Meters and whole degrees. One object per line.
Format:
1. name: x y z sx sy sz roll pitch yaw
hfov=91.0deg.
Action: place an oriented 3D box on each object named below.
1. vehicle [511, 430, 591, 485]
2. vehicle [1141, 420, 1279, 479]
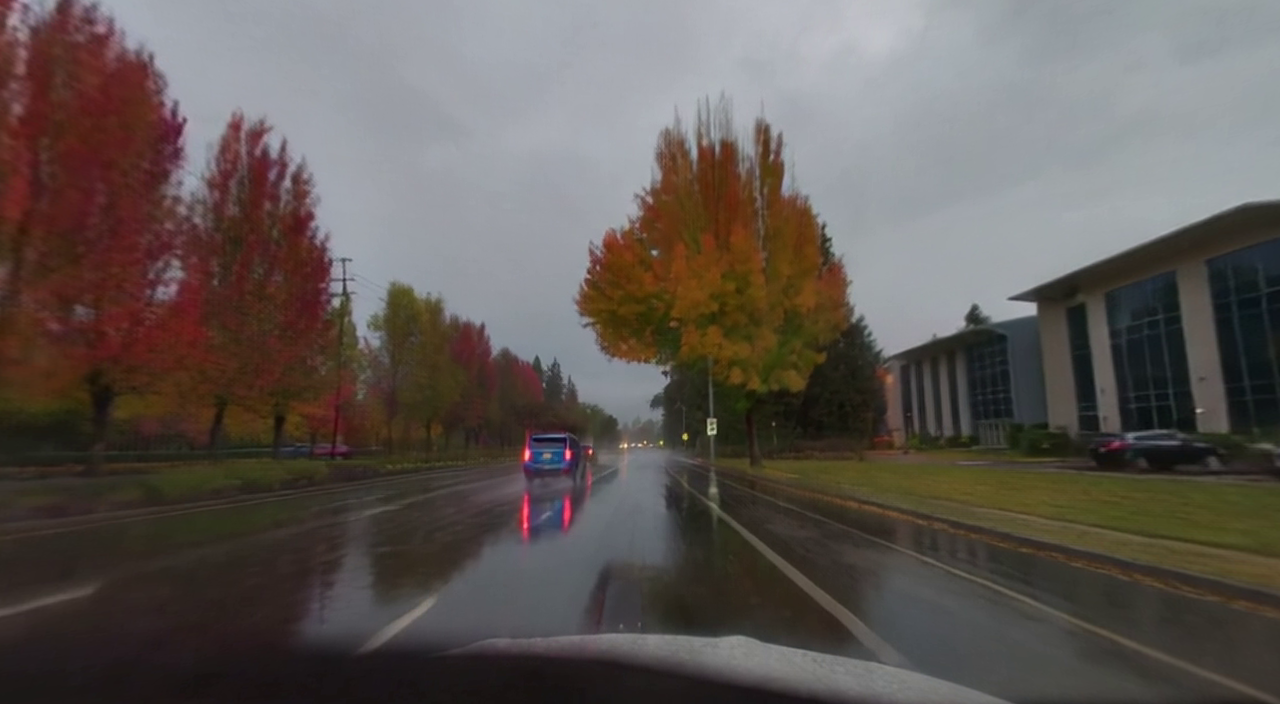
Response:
1. vehicle: -3.117 3.834 23.100 2.112 1.779 4.489 0 -9 2
2. vehicle: 18.496 3.020 19.490 4.195 1.694 1.996 0 -9 0
